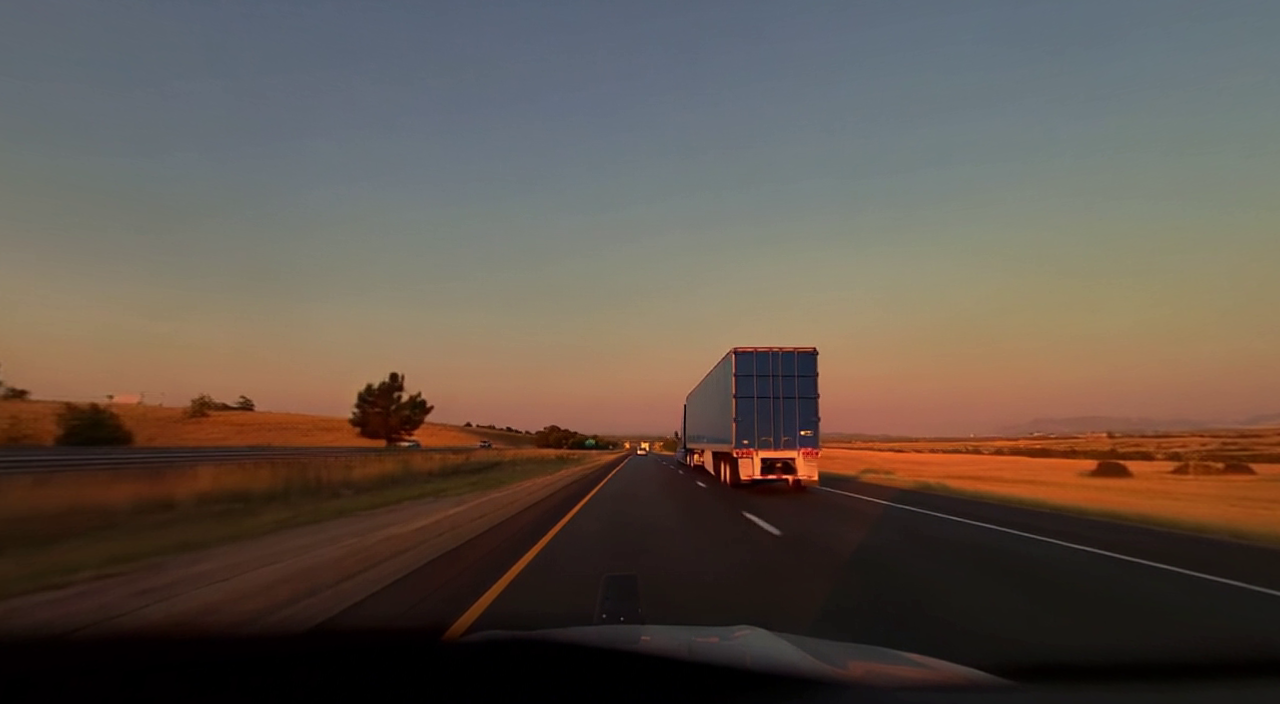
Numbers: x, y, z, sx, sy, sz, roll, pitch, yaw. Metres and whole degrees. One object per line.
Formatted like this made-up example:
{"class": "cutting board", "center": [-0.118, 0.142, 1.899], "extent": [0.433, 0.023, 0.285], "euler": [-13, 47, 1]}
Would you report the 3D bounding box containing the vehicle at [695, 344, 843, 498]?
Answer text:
{"class": "vehicle", "center": [4.066, 2.864, 23.752], "extent": [2.818, 4.206, 12.987], "euler": [0, -9, 0]}
